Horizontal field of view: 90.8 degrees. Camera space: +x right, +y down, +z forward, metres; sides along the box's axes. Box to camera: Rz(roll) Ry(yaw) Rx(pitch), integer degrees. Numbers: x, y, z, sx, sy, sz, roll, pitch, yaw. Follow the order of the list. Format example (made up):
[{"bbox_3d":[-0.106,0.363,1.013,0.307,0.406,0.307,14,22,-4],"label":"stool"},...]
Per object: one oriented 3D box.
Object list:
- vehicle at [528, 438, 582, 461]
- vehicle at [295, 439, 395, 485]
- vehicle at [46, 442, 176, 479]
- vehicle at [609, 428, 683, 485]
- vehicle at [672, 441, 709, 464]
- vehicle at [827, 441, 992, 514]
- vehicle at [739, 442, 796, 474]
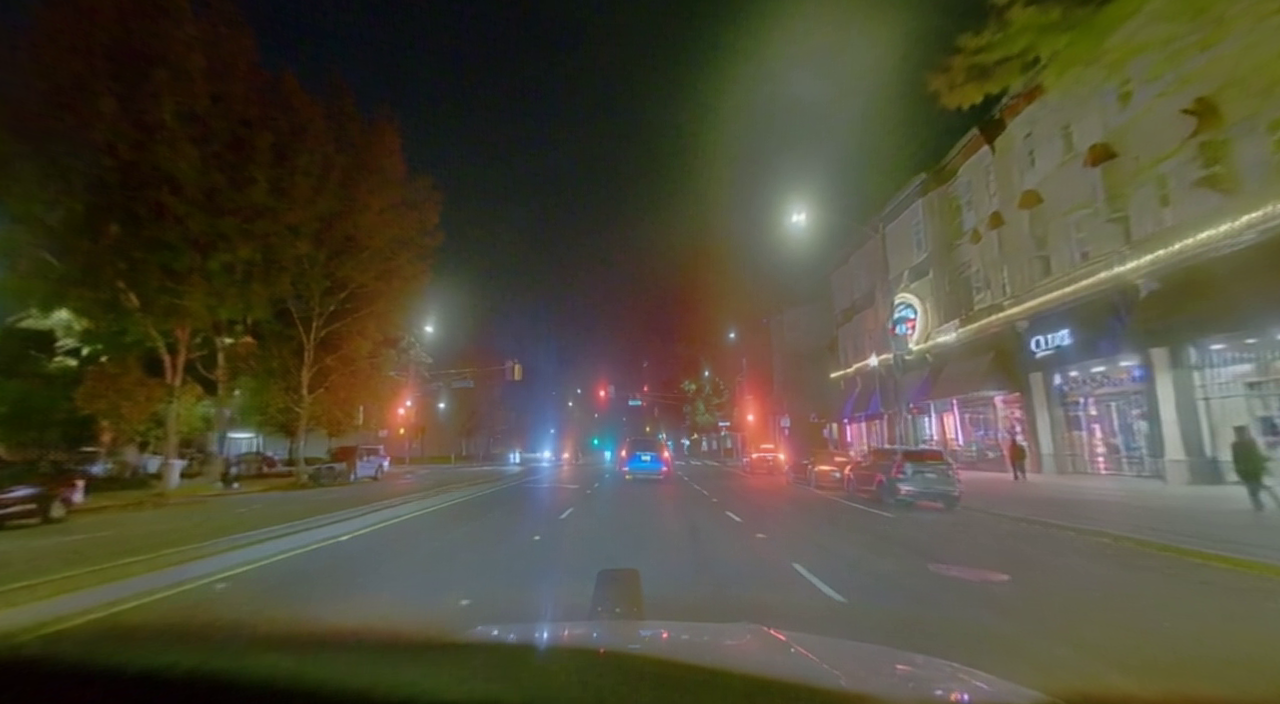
[{"bbox_3d":[-6.758,7.703,49.914,2.125,1.757,4.427,7,-11,-39],"label":"vehicle"},{"bbox_3d":[-13.728,5.124,29.852,2.197,1.985,5.183,0,-8,0],"label":"vehicle"},{"bbox_3d":[-28.031,5.754,33.600,4.767,1.843,2.339,0,-9,1],"label":"vehicle"},{"bbox_3d":[0.161,3.703,22.610,2.382,1.796,4.610,0,-8,-1],"label":"vehicle"},{"bbox_3d":[3.454,6.931,43.744,2.209,1.478,4.138,0,-8,0],"label":"vehicle"},{"bbox_3d":[6.334,2.974,15.579,2.048,1.484,4.709,0,-8,1],"label":"vehicle"},{"bbox_3d":[6.460,5.397,32.459,1.986,1.515,4.265,0,-8,-1],"label":"vehicle"}]
